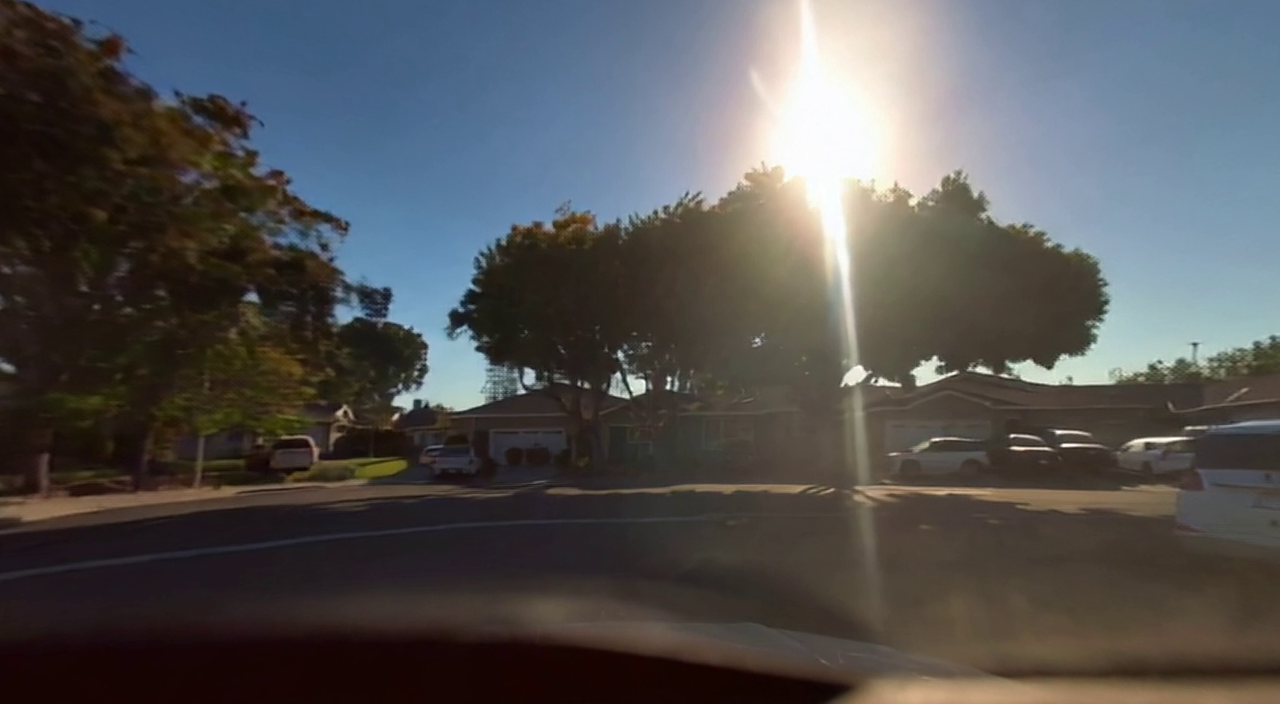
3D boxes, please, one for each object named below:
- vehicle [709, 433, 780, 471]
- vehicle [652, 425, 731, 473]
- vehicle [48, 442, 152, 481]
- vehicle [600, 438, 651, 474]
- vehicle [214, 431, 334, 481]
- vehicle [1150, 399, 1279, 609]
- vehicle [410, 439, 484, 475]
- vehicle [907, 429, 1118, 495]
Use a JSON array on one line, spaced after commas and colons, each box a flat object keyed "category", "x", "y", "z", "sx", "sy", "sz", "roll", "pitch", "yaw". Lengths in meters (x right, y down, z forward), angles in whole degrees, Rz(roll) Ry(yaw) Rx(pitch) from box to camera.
[{"category": "vehicle", "x": 4.947, "y": 4.856, "z": 30.685, "sx": 2.160, "sy": 1.695, "sz": 4.183, "roll": 1, "pitch": -9, "yaw": -9}, {"category": "vehicle", "x": 2.257, "y": 4.546, "z": 29.463, "sx": 2.455, "sy": 2.018, "sz": 5.271, "roll": 2, "pitch": -9, "yaw": -9}, {"category": "vehicle", "x": -22.456, "y": 4.502, "z": 26.242, "sx": 4.013, "sy": 1.428, "sz": 2.046, "roll": -5, "pitch": -8, "yaw": 31}, {"category": "vehicle", "x": -0.733, "y": 4.762, "z": 29.194, "sx": 1.833, "sy": 1.540, "sz": 3.532, "roll": 1, "pitch": -9, "yaw": -9}, {"category": "vehicle", "x": -15.109, "y": 4.246, "z": 25.998, "sx": 5.096, "sy": 1.824, "sz": 2.305, "roll": -6, "pitch": -11, "yaw": 36}, {"category": "vehicle", "x": 7.663, "y": 1.478, "z": 6.638, "sx": 4.863, "sy": 1.784, "sz": 2.109, "roll": 6, "pitch": -10, "yaw": -34}, {"category": "vehicle", "x": -9.050, "y": 4.857, "z": 29.373, "sx": 1.932, "sy": 1.518, "sz": 4.343, "roll": 6, "pitch": -11, "yaw": -35}, {"category": "vehicle", "x": 10.998, "y": 3.291, "z": 19.148, "sx": 5.082, "sy": 1.789, "sz": 1.947, "roll": -3, "pitch": -9, "yaw": 17}]
